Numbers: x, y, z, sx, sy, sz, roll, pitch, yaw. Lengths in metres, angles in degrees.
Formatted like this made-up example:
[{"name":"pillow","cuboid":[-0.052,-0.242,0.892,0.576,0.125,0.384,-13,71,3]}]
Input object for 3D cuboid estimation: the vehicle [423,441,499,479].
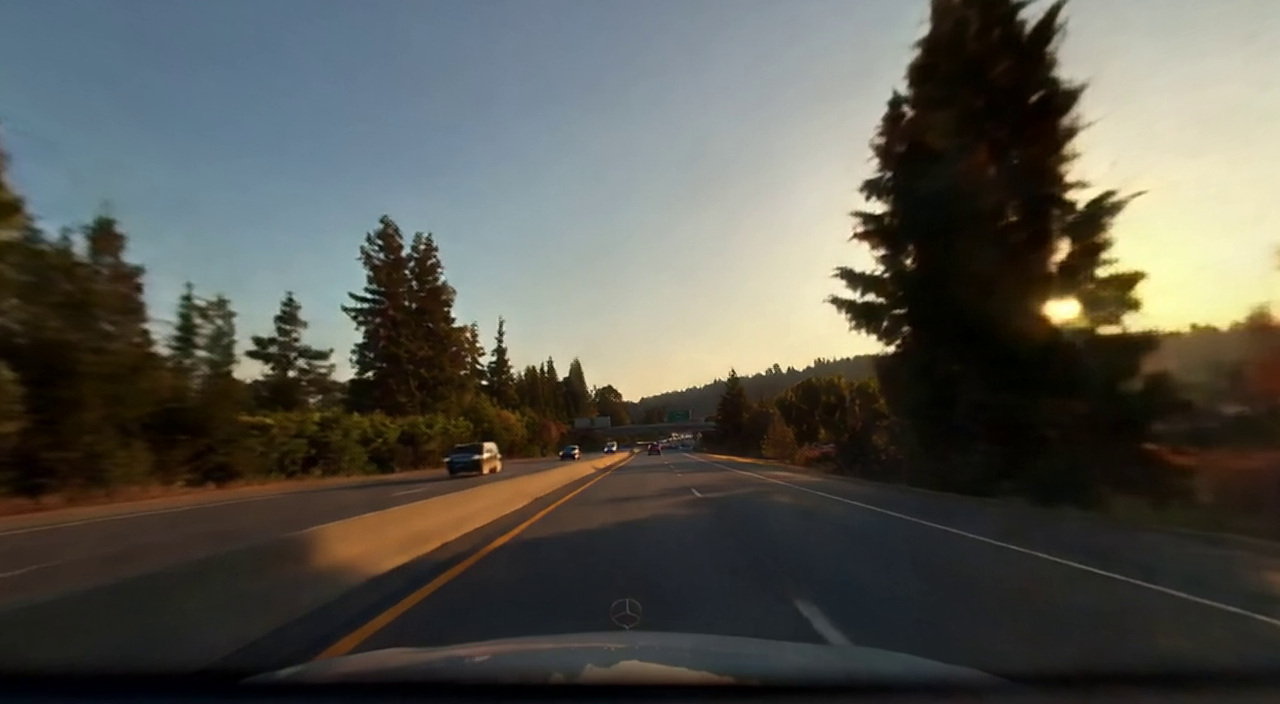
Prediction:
[{"name":"vehicle","cuboid":[-8.651,5.248,30.987,2.226,1.688,4.820,0,-8,1]}]
